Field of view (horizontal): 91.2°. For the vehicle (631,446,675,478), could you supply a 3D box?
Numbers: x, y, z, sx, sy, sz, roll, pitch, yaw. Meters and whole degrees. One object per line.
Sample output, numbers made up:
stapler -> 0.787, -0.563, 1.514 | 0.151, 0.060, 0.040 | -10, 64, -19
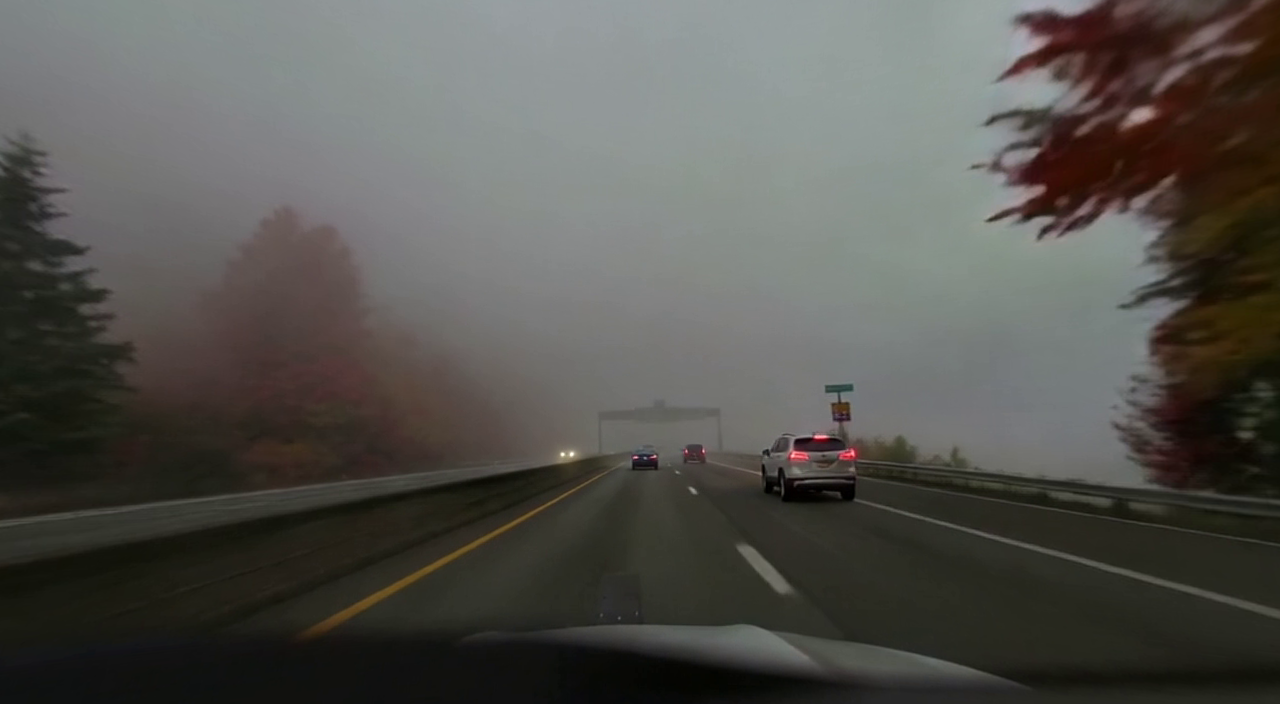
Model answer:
vehicle -> 0.602, 5.339, 30.682 | 2.037, 1.418, 3.793 | 0, -9, 0

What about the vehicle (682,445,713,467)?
vehicle -> 4.284, 7.815, 47.328 | 1.959, 1.528, 4.207 | 0, -9, 0

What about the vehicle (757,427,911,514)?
vehicle -> 4.317, 2.721, 14.863 | 2.250, 1.718, 4.358 | 0, -9, 0
